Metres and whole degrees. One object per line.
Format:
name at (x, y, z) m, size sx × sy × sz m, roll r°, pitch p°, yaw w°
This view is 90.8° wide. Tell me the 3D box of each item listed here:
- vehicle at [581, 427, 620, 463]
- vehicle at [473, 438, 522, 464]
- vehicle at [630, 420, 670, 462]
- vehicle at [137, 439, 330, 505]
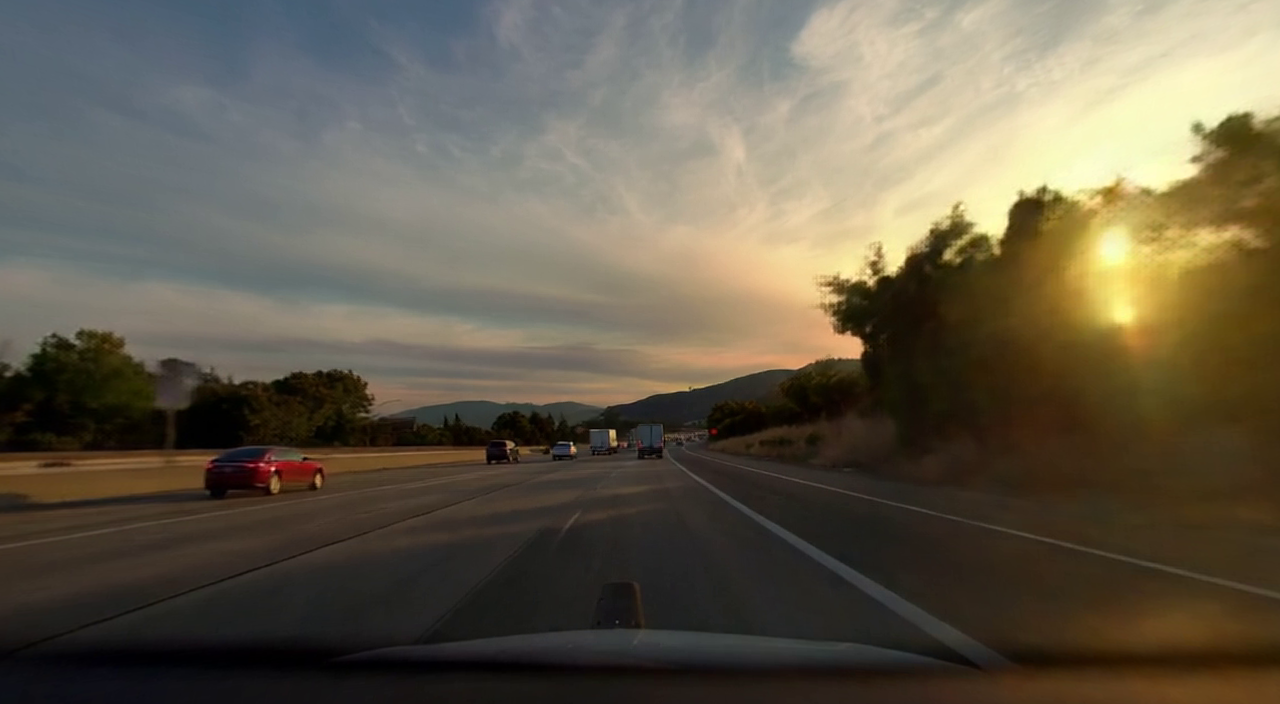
vehicle at (-2.880, 6.967, 47.132) m, size 2.328 × 2.519 × 5.238 m, roll 0°, pitch -8°, yaw 2°
vehicle at (-10.150, 7.103, 45.491) m, size 2.080 × 1.777 × 5.450 m, roll 0°, pitch -8°, yaw 2°
vehicle at (0.755, 6.669, 47.565) m, size 2.768 × 2.854 × 6.757 m, roll 1°, pitch -8°, yaw 1°
vehicle at (-10.287, 3.036, 16.553) m, size 1.952 × 1.457 × 4.689 m, roll 0°, pitch -8°, yaw 0°
